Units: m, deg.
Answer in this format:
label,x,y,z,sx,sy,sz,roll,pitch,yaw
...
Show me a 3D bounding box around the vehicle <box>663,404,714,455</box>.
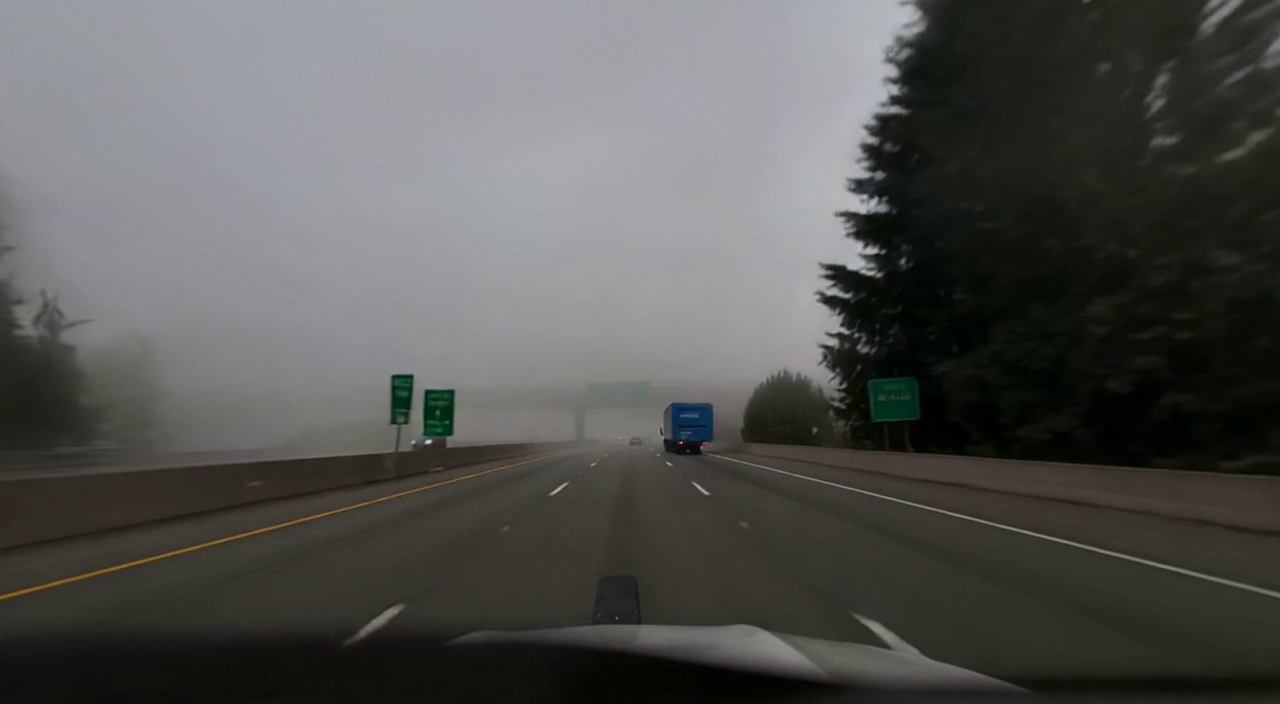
label,x,y,z,sx,sy,sz,roll,pitch,yaw
vehicle,3.591,6.140,49.620,2.981,3.512,11.154,0,-8,-1
